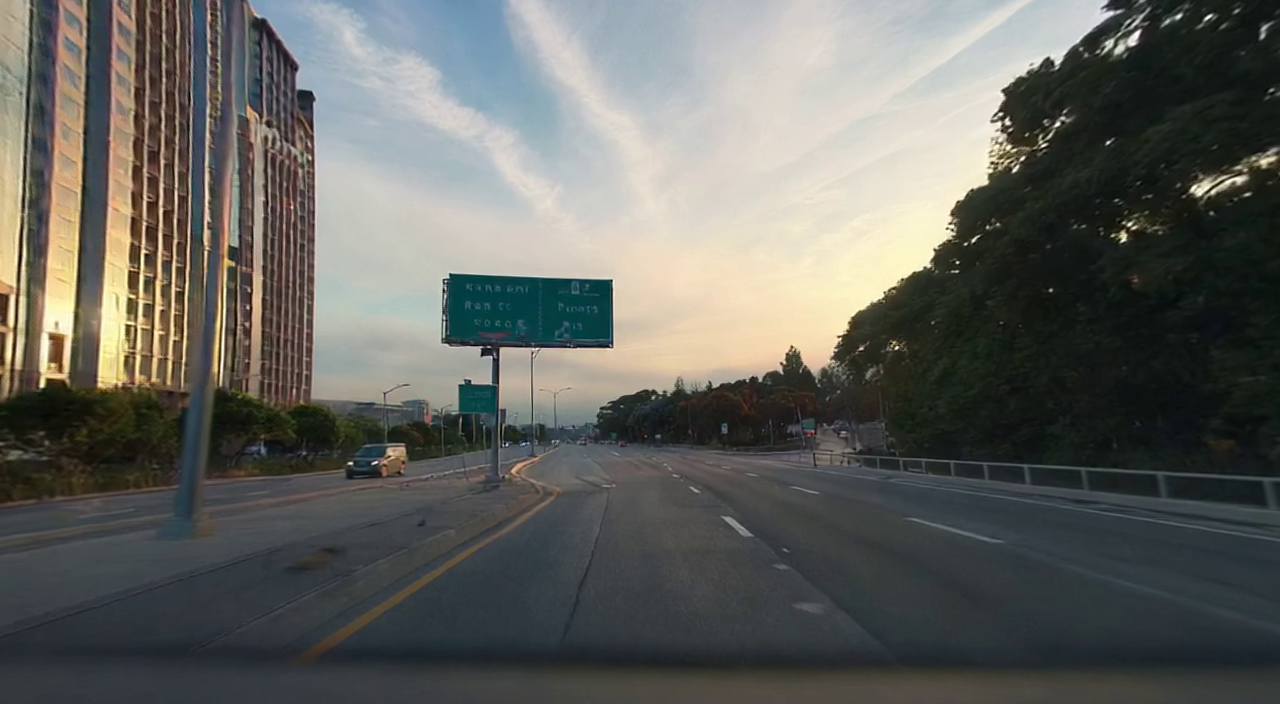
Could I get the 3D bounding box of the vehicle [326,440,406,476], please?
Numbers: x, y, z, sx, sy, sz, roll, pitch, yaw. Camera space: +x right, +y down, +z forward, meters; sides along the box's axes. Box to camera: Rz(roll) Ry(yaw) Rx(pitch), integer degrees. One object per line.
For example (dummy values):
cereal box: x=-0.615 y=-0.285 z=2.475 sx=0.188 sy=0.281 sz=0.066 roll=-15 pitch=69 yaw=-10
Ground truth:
vehicle: x=-14.435 y=5.608 z=33.647 sx=2.105 sy=1.774 sz=4.800 roll=0 pitch=-8 yaw=0
